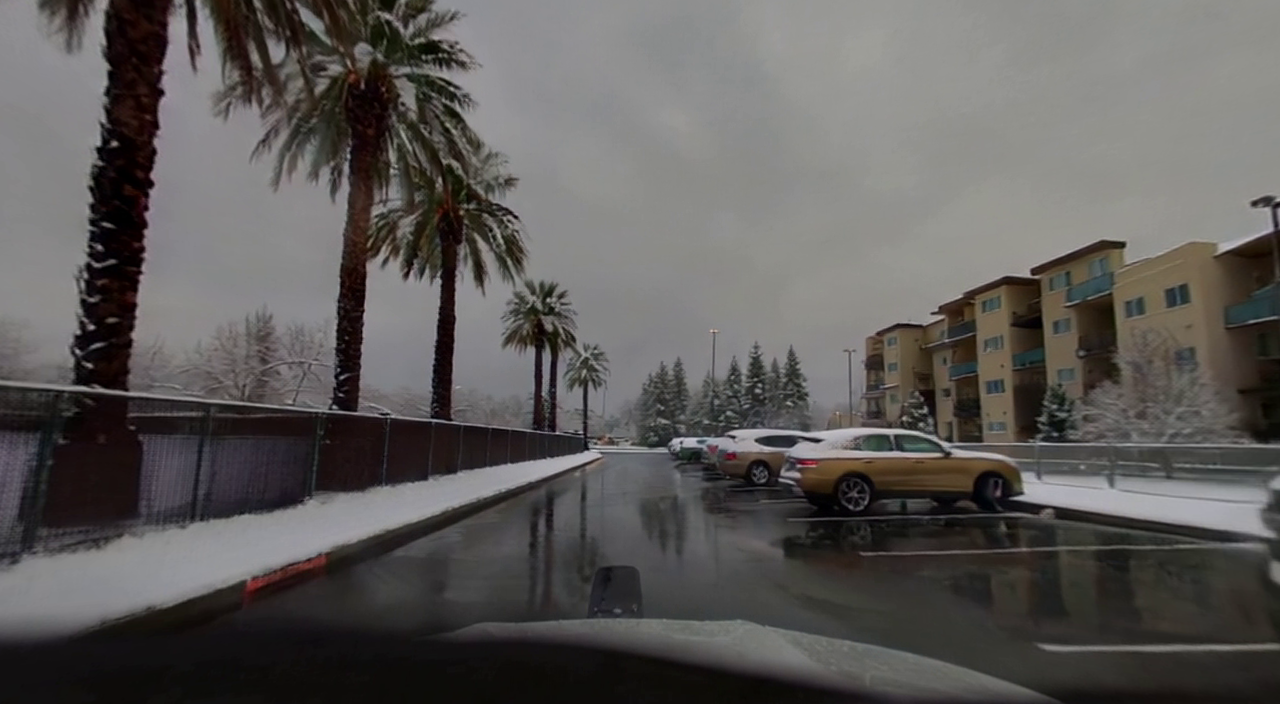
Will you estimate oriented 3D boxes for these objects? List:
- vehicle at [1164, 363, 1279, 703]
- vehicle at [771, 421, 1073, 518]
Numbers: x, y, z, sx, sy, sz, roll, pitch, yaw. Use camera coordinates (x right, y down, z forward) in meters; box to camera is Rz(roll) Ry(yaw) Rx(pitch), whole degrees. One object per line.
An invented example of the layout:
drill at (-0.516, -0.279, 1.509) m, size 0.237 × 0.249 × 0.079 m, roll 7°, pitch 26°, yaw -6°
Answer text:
vehicle at (5.037, 0.881, 2.236) m, size 4.803 × 1.520 × 1.894 m, roll 3°, pitch -7°, yaw -2°
vehicle at (5.711, 2.420, 13.327) m, size 5.381 × 1.826 × 2.047 m, roll 0°, pitch -9°, yaw -4°
